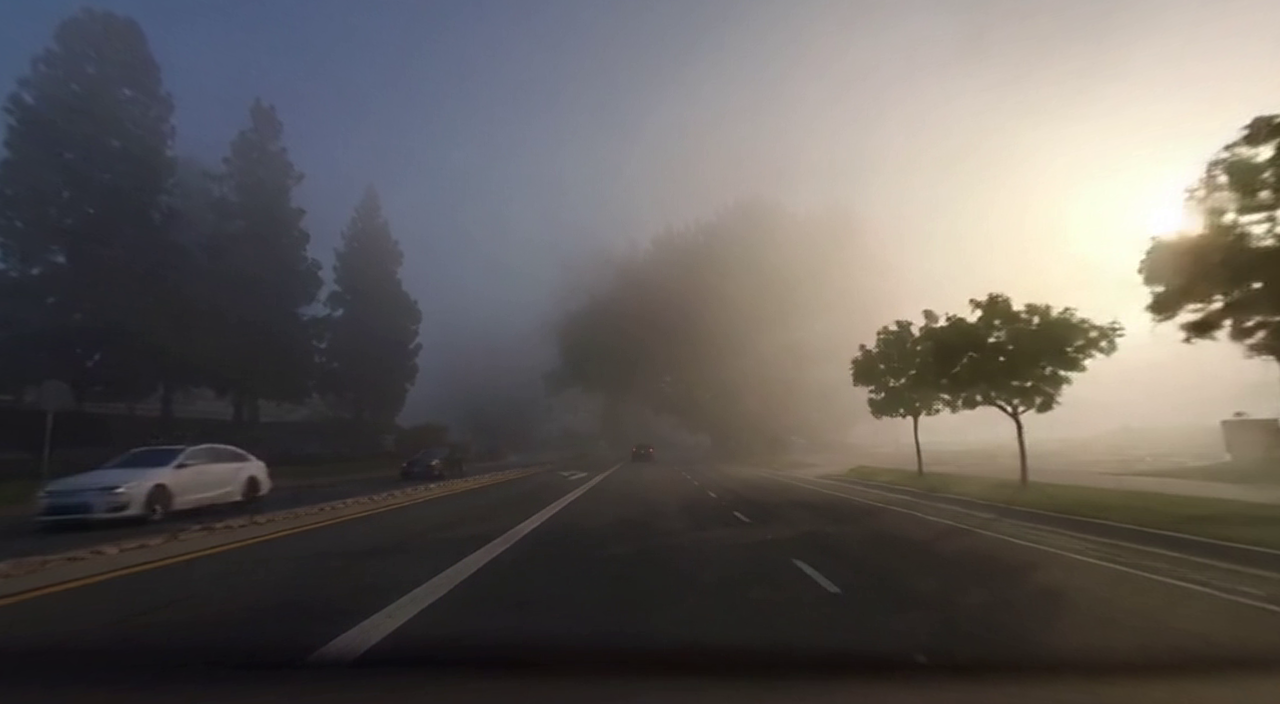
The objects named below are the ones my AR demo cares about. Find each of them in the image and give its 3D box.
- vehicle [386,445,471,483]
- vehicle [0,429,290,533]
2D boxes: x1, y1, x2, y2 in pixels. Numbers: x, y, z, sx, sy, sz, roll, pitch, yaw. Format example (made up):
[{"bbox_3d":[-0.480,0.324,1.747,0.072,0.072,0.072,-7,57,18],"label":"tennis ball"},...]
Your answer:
[{"bbox_3d":[-8.923,4.753,27.004,1.946,1.470,4.443,0,-8,2],"label":"vehicle"},{"bbox_3d":[-9.910,2.578,13.283,2.230,1.777,4.797,0,-8,1],"label":"vehicle"}]
